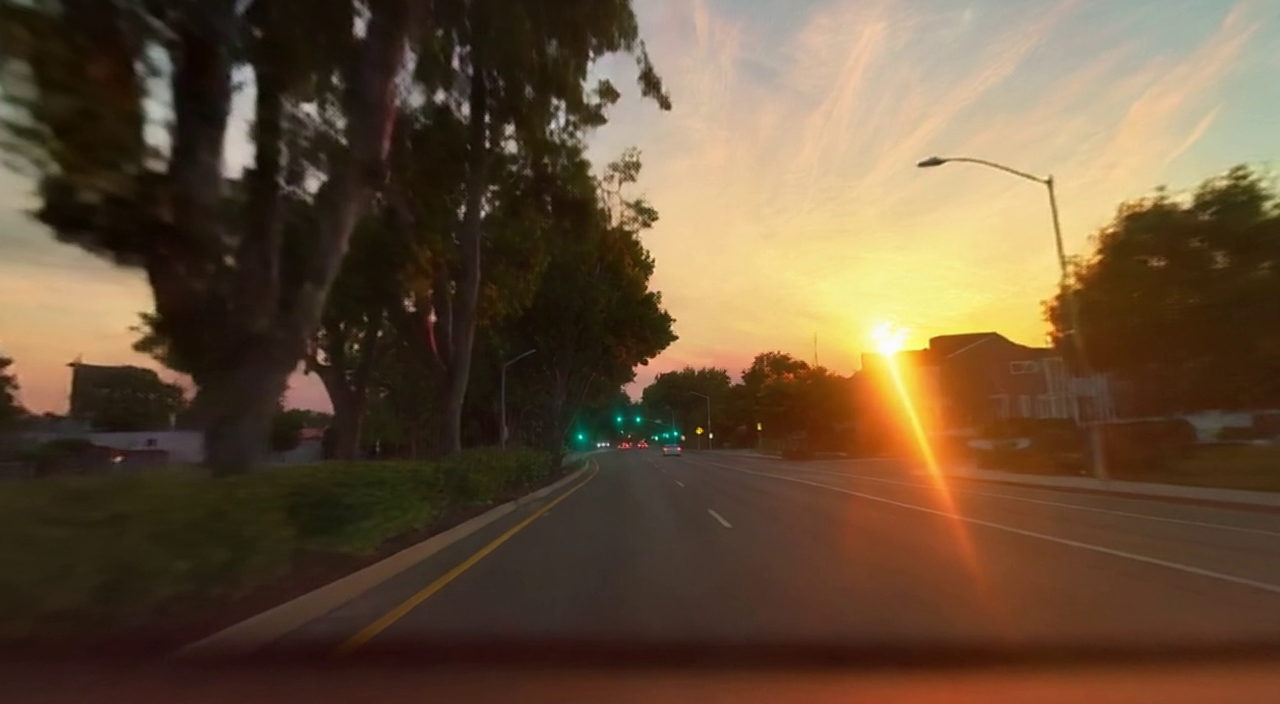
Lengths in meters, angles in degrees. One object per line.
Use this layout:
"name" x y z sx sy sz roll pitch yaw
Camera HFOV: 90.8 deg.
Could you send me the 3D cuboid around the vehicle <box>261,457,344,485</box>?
"vehicle" -18.997 6.729 35.821 2.637 1.401 3.741 1 -9 0
